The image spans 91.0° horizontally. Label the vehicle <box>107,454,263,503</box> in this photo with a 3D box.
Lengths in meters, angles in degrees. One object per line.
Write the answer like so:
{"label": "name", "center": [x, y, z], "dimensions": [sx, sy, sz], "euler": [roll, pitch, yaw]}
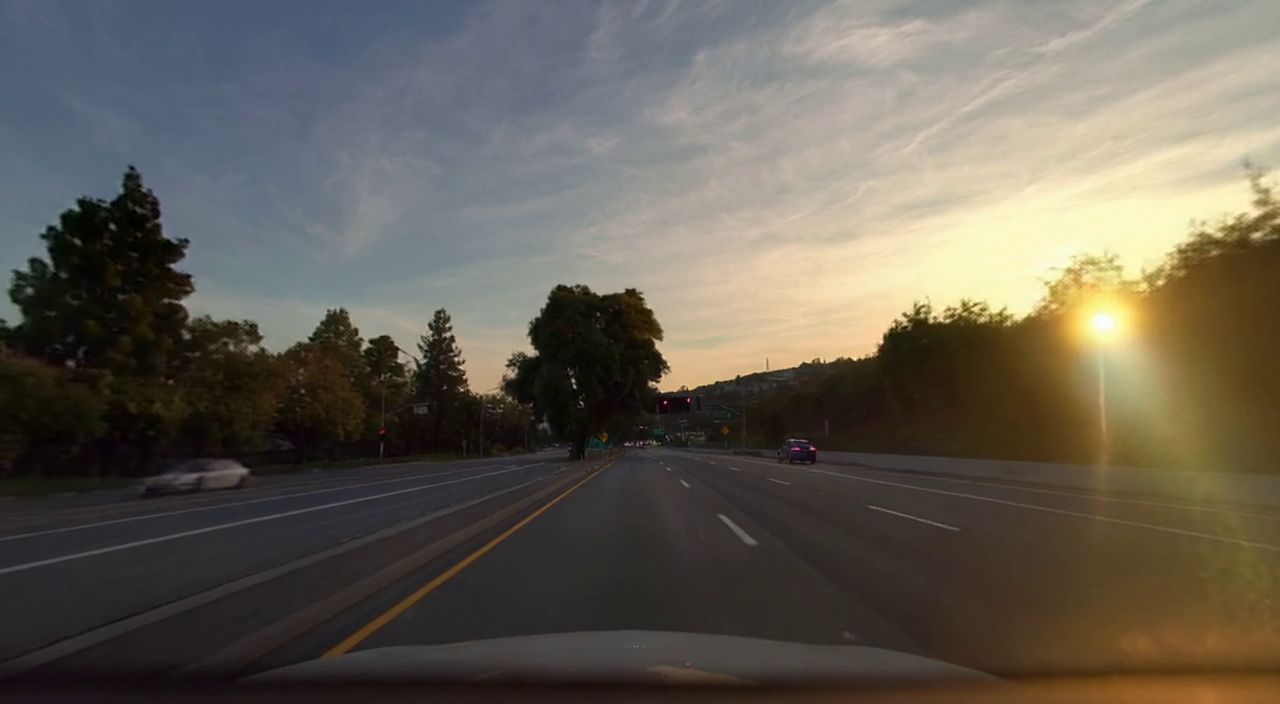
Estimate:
{"label": "vehicle", "center": [-15.576, 4.321, 21.956], "dimensions": [1.972, 1.473, 4.632], "euler": [0, -8, 0]}

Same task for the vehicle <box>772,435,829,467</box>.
{"label": "vehicle", "center": [9.652, 6.003, 38.324], "dimensions": [2.170, 1.830, 4.720], "euler": [0, -9, -1]}
